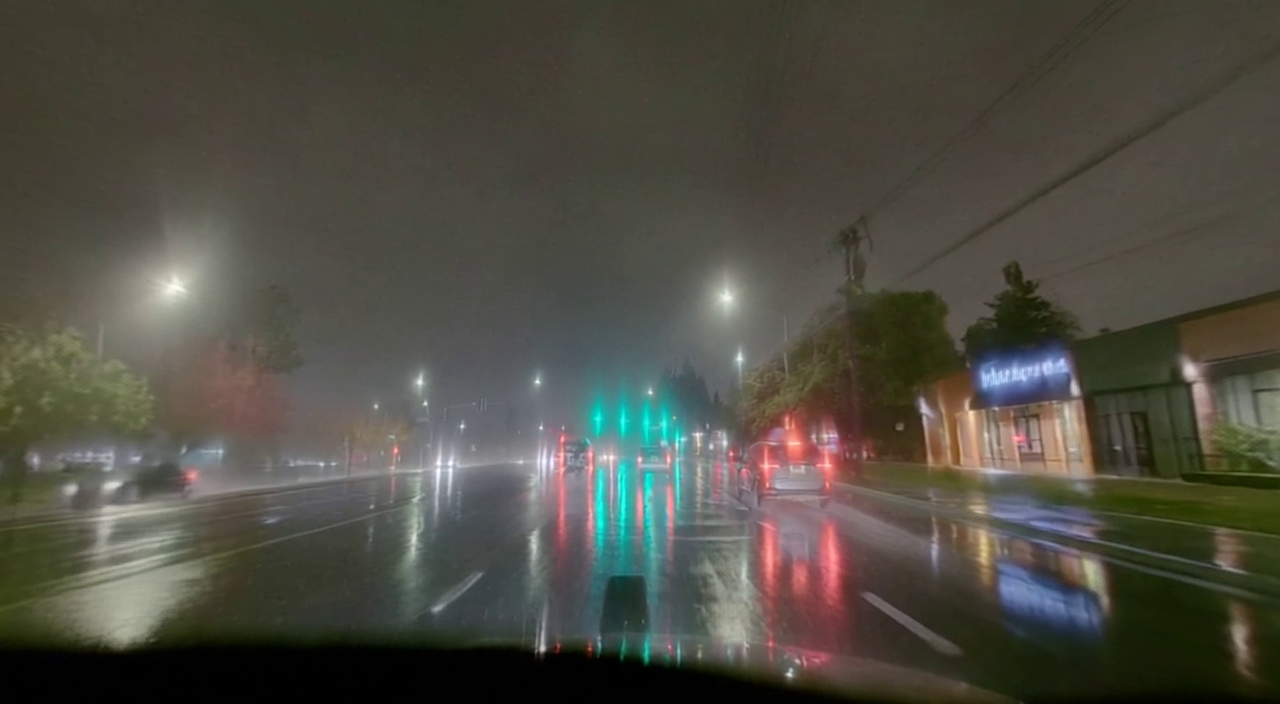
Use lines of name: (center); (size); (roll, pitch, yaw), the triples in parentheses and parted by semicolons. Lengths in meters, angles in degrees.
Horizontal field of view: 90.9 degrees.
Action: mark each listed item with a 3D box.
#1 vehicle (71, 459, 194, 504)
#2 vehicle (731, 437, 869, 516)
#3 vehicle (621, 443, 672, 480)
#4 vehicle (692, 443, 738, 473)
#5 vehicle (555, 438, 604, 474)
vehicle: (-22.792, 5.781, 28.588); (1.898, 1.743, 4.365); (0, -8, 0)
vehicle: (3.344, 2.682, 14.145); (1.948, 1.474, 4.360); (0, -8, 0)
vehicle: (0.298, 4.550, 26.446); (1.971, 1.433, 3.923); (0, -8, 1)
vehicle: (3.919, 5.613, 33.665); (1.913, 1.463, 4.198); (0, -8, -1)
vehicle: (-3.084, 5.418, 32.942); (2.023, 1.720, 4.452); (-1, -8, 2)
